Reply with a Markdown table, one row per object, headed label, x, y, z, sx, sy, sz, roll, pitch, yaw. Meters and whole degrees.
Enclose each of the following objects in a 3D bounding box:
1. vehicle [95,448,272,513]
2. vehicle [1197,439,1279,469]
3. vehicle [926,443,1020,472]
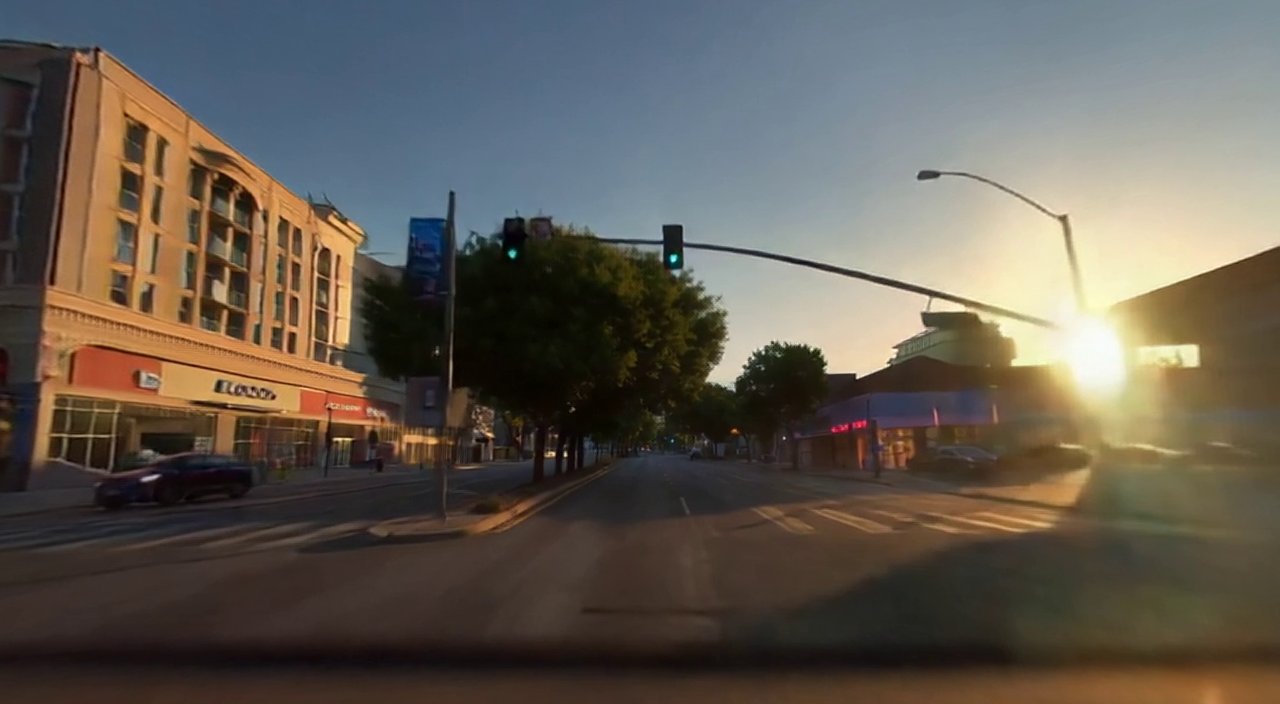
| label | x | y | z | sx | sy | sz | roll | pitch | yaw |
| --- | --- | --- | --- | --- | --- | --- | --- | --- | --- |
| vehicle | -12.934 | 3.612 | 18.332 | 1.892 | 1.639 | 4.311 | 0 | -9 | 0 |
| vehicle | 33.441 | 5.486 | 34.185 | 4.608 | 1.558 | 2.032 | 0 | -9 | 0 |
| vehicle | 19.814 | 6.264 | 37.719 | 4.468 | 1.635 | 2.017 | 0 | -9 | -3 |
